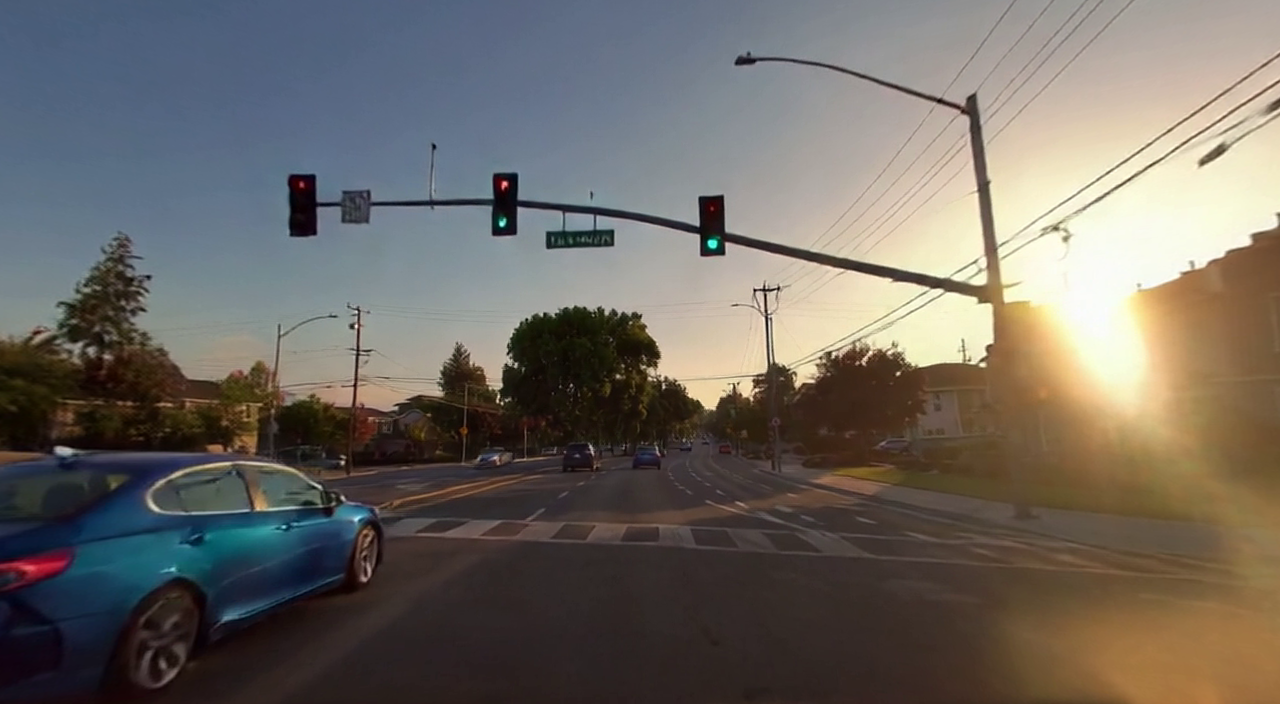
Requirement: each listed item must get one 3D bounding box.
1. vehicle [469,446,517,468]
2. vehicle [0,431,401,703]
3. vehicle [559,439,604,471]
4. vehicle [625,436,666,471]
[{"bbox_3d":[-10.355,7.393,44.831,2.008,1.446,4.586,-1,-8,4],"label":"vehicle"},{"bbox_3d":[-3.642,1.356,4.784,1.901,1.409,4.442,0,-8,0],"label":"vehicle"},{"bbox_3d":[-3.213,5.739,35.452,1.899,1.685,4.121,0,-8,3],"label":"vehicle"},{"bbox_3d":[0.377,5.792,36.217,2.155,1.836,4.250,0,-8,3],"label":"vehicle"}]
